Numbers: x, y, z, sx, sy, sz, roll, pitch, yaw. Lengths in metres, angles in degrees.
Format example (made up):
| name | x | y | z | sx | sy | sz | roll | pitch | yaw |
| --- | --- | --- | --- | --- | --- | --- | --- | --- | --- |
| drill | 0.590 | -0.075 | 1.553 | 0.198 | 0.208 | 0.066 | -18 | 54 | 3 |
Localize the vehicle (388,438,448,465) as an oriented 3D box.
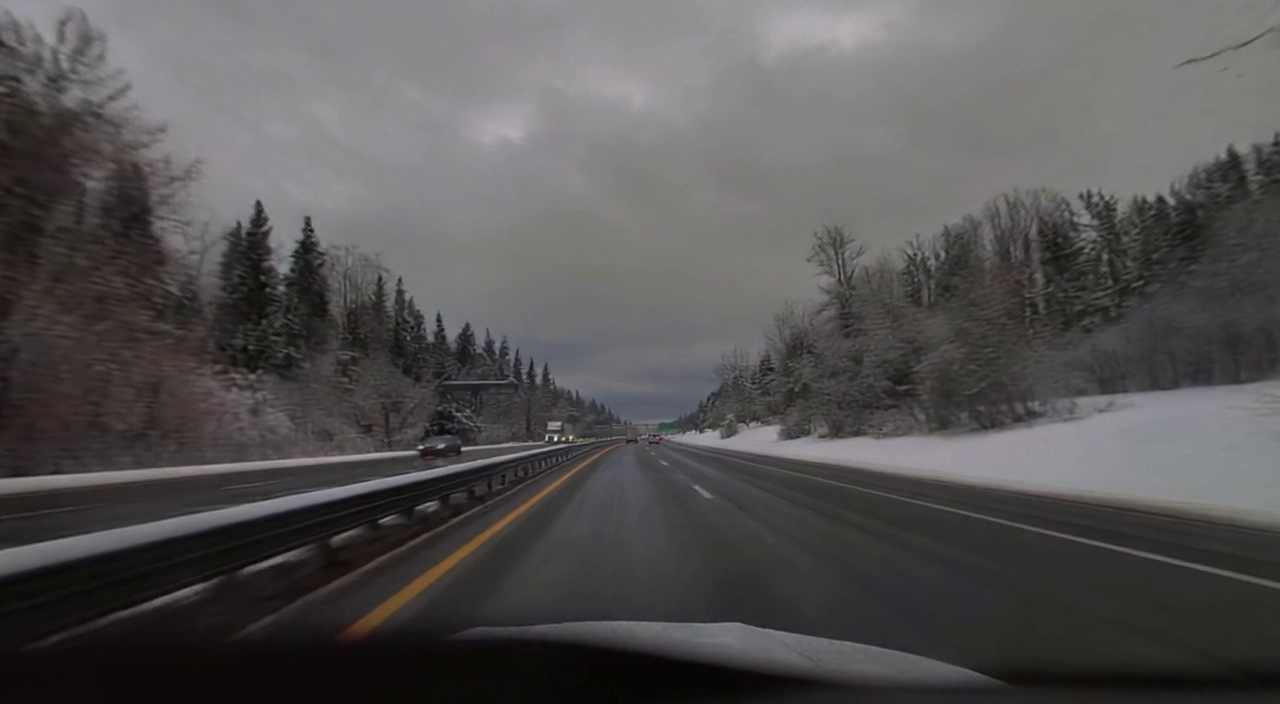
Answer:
| name | x | y | z | sx | sy | sz | roll | pitch | yaw |
| --- | --- | --- | --- | --- | --- | --- | --- | --- | --- |
| vehicle | -12.654 | 5.664 | 36.213 | 1.827 | 1.448 | 4.398 | 0 | -7 | 0 |
